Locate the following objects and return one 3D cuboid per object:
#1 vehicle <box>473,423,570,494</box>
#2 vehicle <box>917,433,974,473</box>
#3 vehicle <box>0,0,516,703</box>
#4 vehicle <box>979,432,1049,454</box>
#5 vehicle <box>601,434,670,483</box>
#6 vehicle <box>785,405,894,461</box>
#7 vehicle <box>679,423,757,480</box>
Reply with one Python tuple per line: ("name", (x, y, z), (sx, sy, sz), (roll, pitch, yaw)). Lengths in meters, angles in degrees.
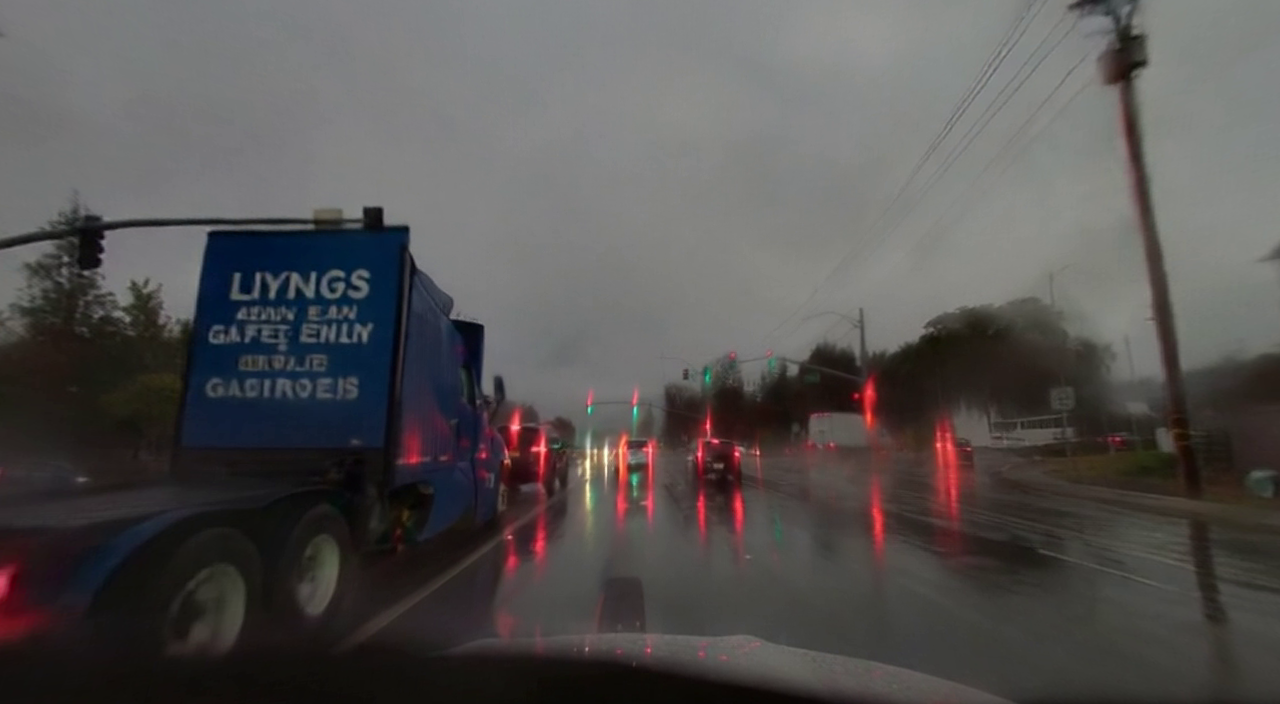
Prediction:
("vehicle", (-3.292, 3.065, 18.519), (1.994, 1.806, 4.564), (0, -8, 0))
("vehicle", (14.313, 4.665, 29.441), (2.102, 1.662, 4.533), (-5, -9, 27))
("vehicle", (-3.415, 0.478, 5.851), (2.889, 3.347, 8.285), (0, -8, 0))
("vehicle", (29.221, 7.084, 49.288), (5.208, 1.624, 1.927), (4, -9, -24))
("vehicle", (-0.182, 3.584, 21.539), (2.117, 1.499, 4.036), (0, -8, -1))
("vehicle", (13.278, 5.419, 42.121), (6.670, 3.450, 2.666), (3, -9, -23))
("vehicle", (2.701, 3.592, 23.022), (2.086, 1.849, 4.607), (0, -8, -2))
